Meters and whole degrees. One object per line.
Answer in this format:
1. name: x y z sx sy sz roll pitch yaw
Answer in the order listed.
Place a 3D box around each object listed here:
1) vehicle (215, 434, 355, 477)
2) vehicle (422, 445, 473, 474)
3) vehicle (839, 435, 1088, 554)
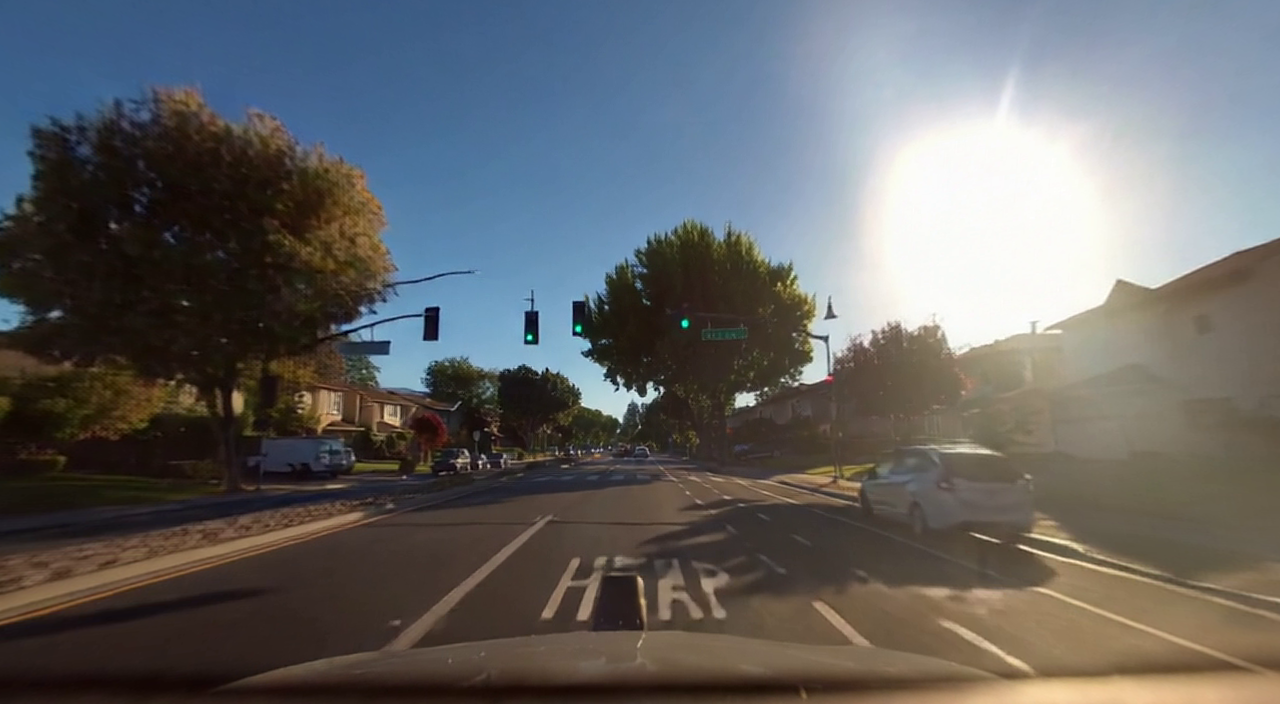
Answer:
1. vehicle: -17.846 5.255 31.867 5.656 1.999 2.307 -1 -10 2
2. vehicle: -12.121 6.806 39.857 1.932 1.673 4.314 -1 -10 -1
3. vehicle: 5.223 2.330 11.011 1.979 1.637 4.321 0 -9 -1
